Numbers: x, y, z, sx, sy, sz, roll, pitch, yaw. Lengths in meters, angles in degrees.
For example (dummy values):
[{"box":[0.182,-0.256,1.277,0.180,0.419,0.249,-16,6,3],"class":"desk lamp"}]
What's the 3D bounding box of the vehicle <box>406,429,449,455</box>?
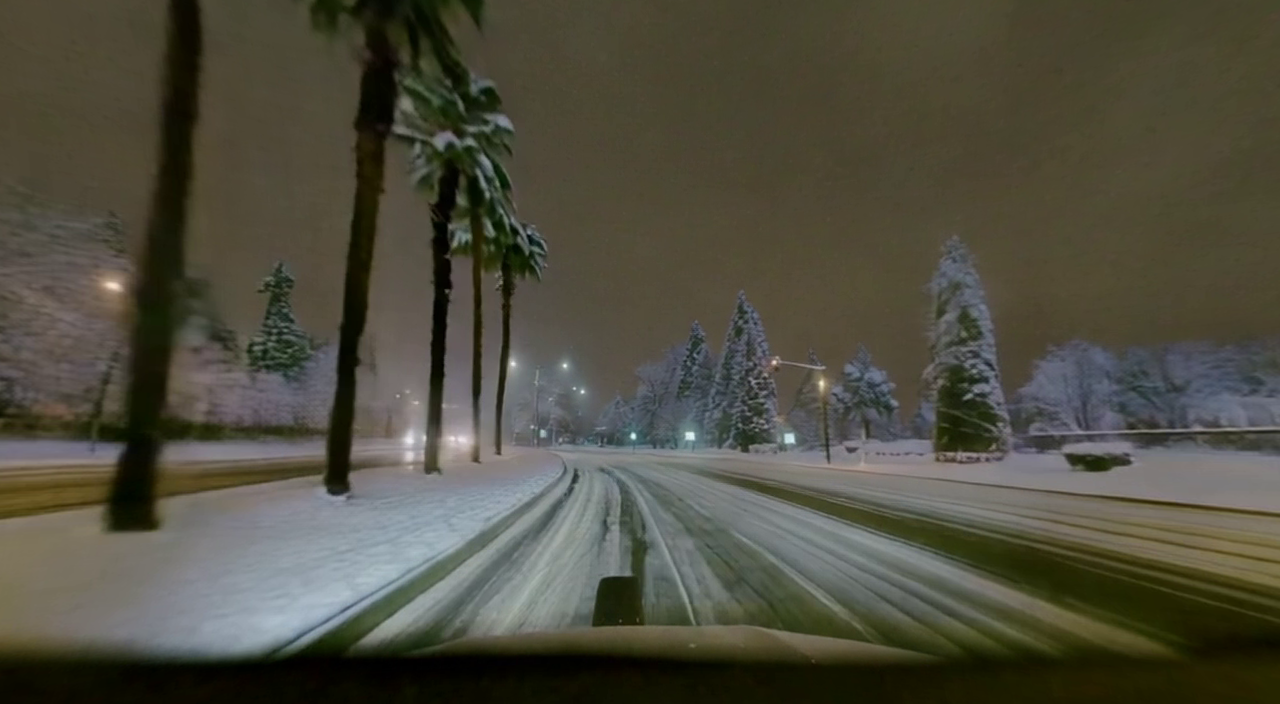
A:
[{"box":[-15.750,6.711,47.057,2.111,1.793,4.783,1,-9,-8],"class":"vehicle"}]
